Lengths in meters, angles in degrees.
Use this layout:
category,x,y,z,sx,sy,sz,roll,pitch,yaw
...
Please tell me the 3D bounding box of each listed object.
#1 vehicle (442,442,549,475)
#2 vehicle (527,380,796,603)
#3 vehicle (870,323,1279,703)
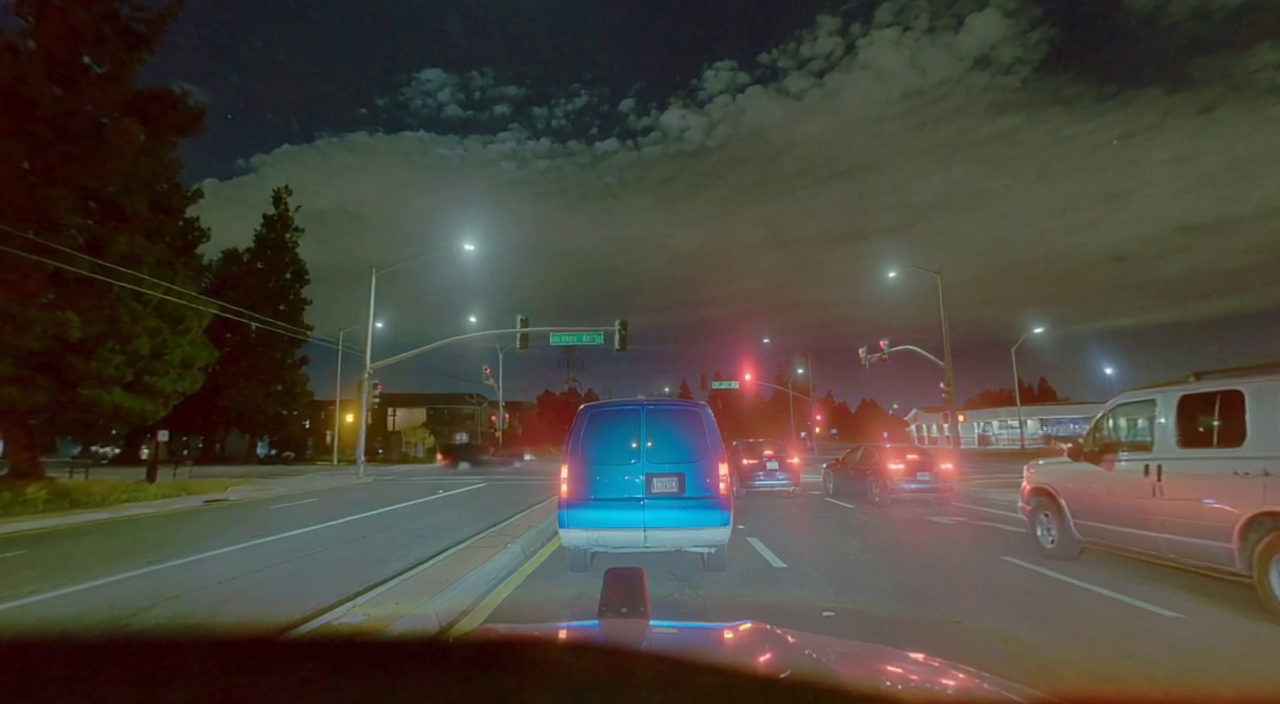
category,x,y,z,sx,sy,sz,roll,pitch,yaw
vehicle,-6.874,5.126,30.413,4.789,1.514,1.866,0,-8,-4
vehicle,0.188,1.464,7.433,2.185,1.822,4.391,0,-8,0
vehicle,2.913,0.945,3.167,1.971,1.663,4.287,0,-8,2
